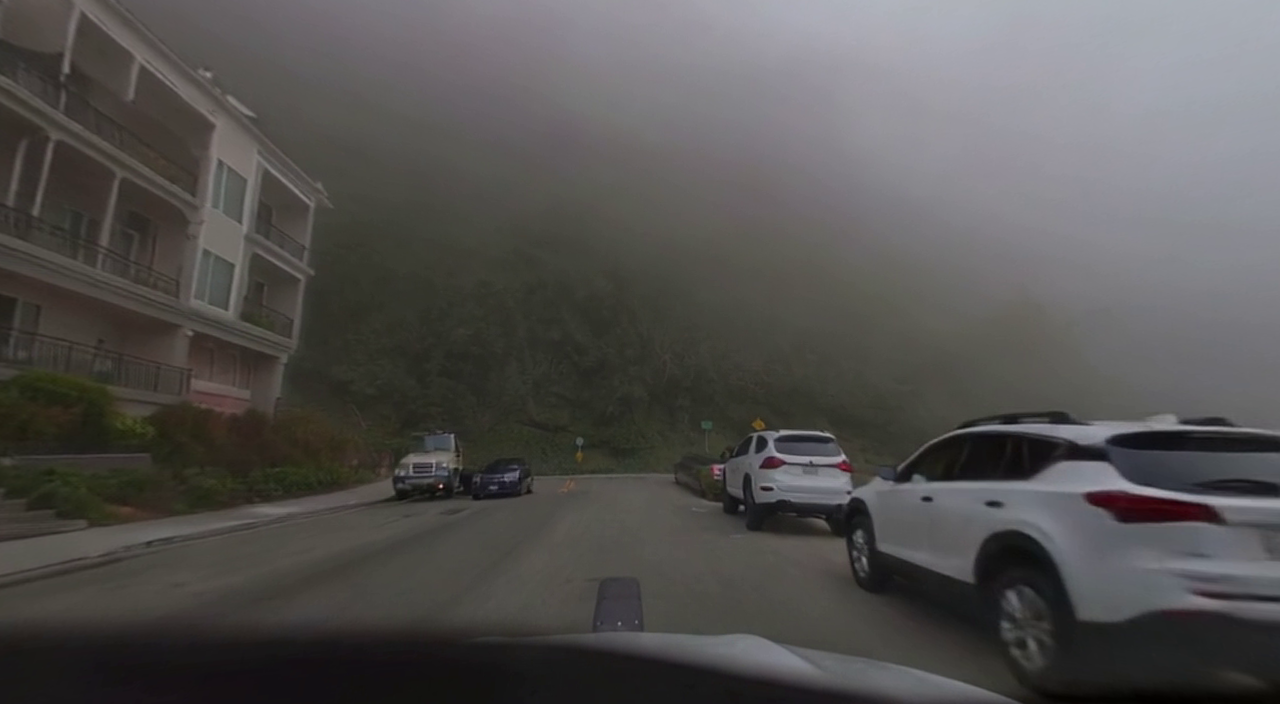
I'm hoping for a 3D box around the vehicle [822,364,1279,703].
[{"bbox_3d":[3.002,1.195,4.475,1.948,1.669,4.242,1,-9,-3],"label":"vehicle"}]

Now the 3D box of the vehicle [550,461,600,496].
[{"bbox_3d":[-3.322,6.709,33.074,2.102,1.621,4.627,0,-13,1],"label":"vehicle"}]

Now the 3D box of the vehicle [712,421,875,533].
[{"bbox_3d":[2.792,2.409,12.759,2.072,1.830,4.744,0,-9,0],"label":"vehicle"}]

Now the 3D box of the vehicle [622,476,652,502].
[{"bbox_3d":[-0.293,10.565,48.793,2.201,1.731,3.854,0,-8,-2],"label":"vehicle"}]

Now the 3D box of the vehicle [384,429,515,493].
[{"bbox_3d":[-6.416,3.959,22.237,2.692,1.949,5.948,0,-12,0],"label":"vehicle"}]

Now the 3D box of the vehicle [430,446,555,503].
[{"bbox_3d":[-4.195,3.559,18.826,1.856,1.474,4.522,-2,-9,12],"label":"vehicle"}]
